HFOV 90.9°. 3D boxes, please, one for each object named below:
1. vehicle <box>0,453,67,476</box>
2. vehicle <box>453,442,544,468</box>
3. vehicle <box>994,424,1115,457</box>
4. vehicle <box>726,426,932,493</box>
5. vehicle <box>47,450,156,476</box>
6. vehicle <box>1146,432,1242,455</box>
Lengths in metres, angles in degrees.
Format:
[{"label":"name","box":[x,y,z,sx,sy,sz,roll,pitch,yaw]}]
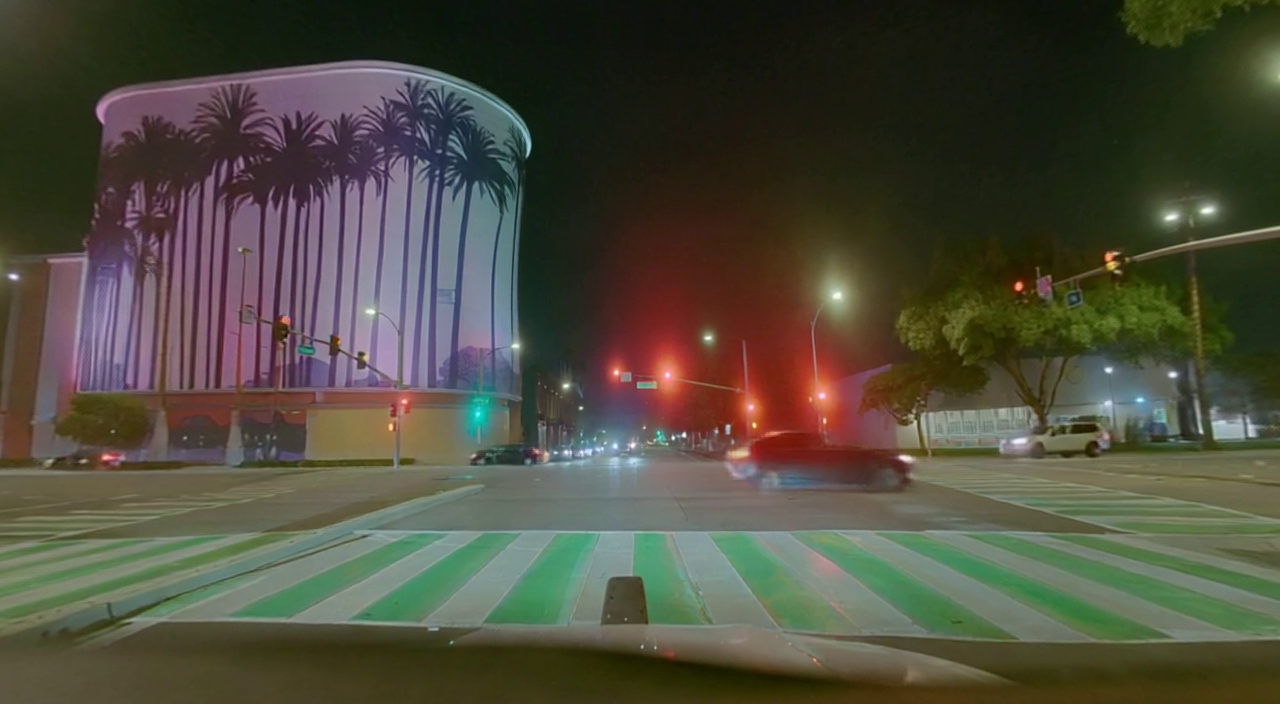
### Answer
[{"label":"vehicle","box":[-41.656,7.608,42.792,3.698,1.508,1.779,0,-8,1]},{"label":"vehicle","box":[-8.206,6.041,36.942,4.893,1.458,1.791,0,-8,1]},{"label":"vehicle","box":[24.183,5.198,36.943,5.477,1.880,2.125,0,-8,1]},{"label":"vehicle","box":[4.891,2.859,16.908,4.875,1.669,1.953,0,-8,1]},{"label":"vehicle","box":[-31.928,6.566,37.443,4.784,1.465,1.798,0,-8,0]},{"label":"vehicle","box":[36.188,6.013,41.239,4.606,1.449,1.687,0,-8,2]}]
